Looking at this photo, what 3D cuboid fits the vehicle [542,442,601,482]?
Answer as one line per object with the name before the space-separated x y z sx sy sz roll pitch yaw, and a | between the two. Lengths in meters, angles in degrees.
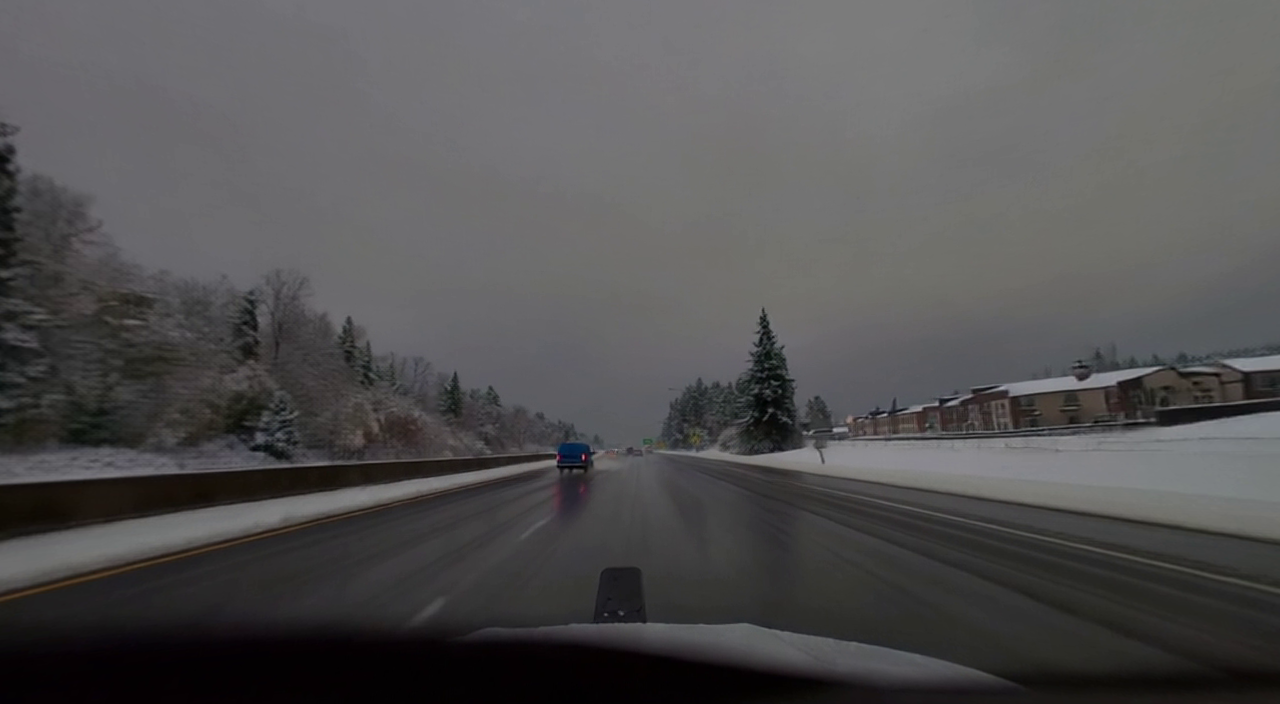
vehicle | -2.859 4.698 27.178 1.965 1.556 3.971 -1 -9 2
